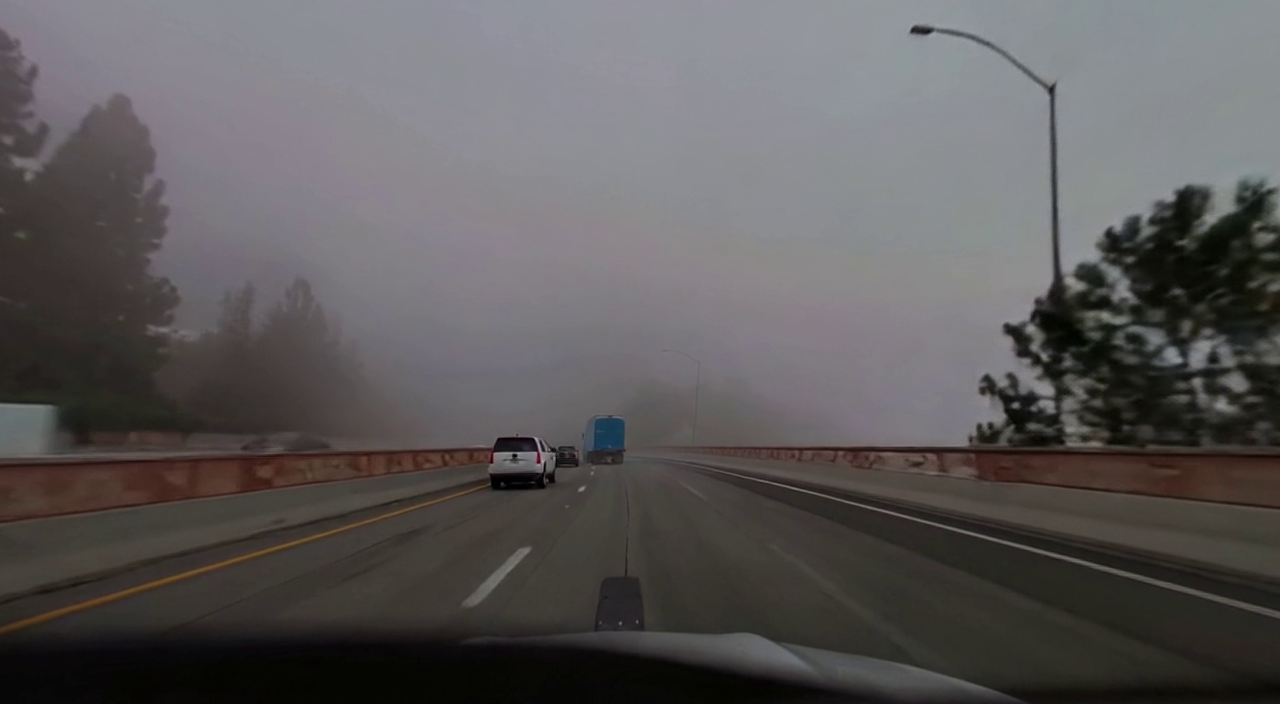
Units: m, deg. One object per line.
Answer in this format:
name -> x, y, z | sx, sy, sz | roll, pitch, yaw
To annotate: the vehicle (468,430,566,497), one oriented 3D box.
vehicle -> -3.481, 3.245, 18.691 | 2.041, 1.734, 4.391 | 0, -9, 0
